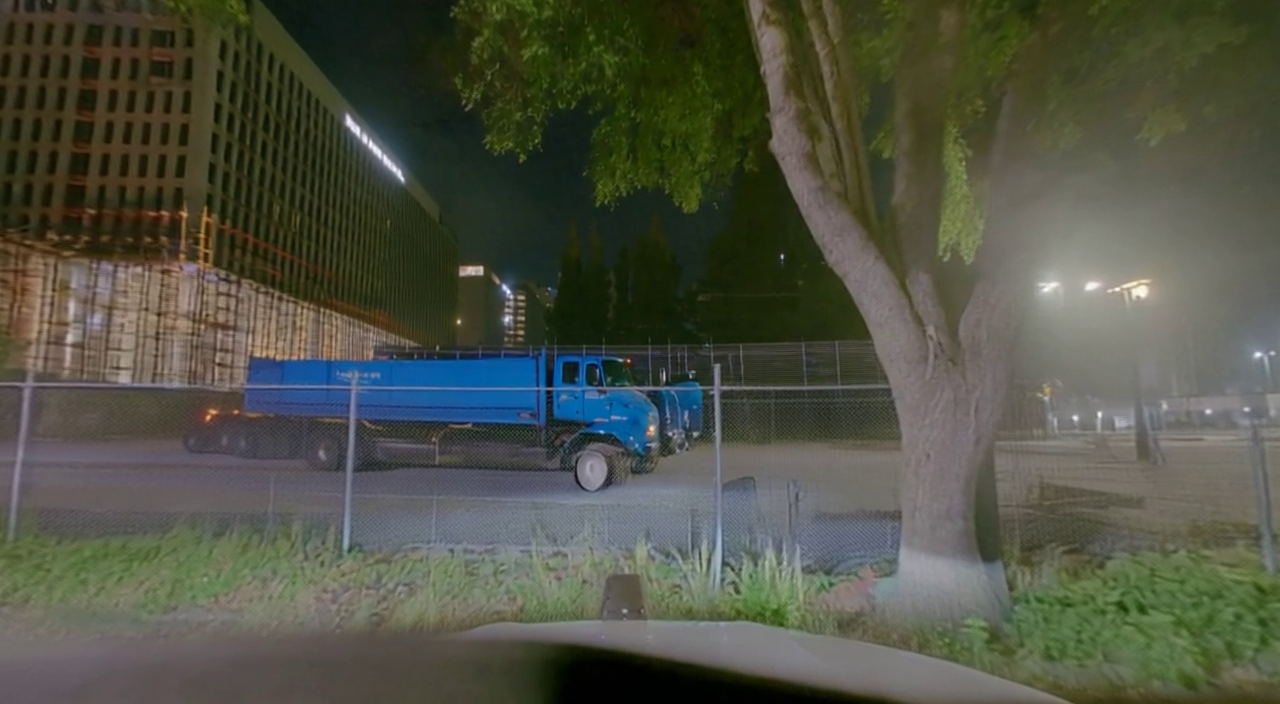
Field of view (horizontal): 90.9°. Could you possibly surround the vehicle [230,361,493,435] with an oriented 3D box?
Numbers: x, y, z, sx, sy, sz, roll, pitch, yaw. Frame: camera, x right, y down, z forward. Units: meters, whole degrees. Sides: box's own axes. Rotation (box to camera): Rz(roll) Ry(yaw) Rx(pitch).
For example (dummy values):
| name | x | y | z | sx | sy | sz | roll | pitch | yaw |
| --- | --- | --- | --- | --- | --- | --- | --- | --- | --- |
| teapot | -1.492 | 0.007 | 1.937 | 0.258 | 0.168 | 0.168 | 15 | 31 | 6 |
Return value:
| name | x | y | z | sx | sy | sz | roll | pitch | yaw |
| --- | --- | --- | --- | --- | --- | --- | --- | --- | --- |
| vehicle | -16.214 | 2.846 | 37.818 | 14.067 | 4.099 | 2.832 | 1 | -9 | -5 |
